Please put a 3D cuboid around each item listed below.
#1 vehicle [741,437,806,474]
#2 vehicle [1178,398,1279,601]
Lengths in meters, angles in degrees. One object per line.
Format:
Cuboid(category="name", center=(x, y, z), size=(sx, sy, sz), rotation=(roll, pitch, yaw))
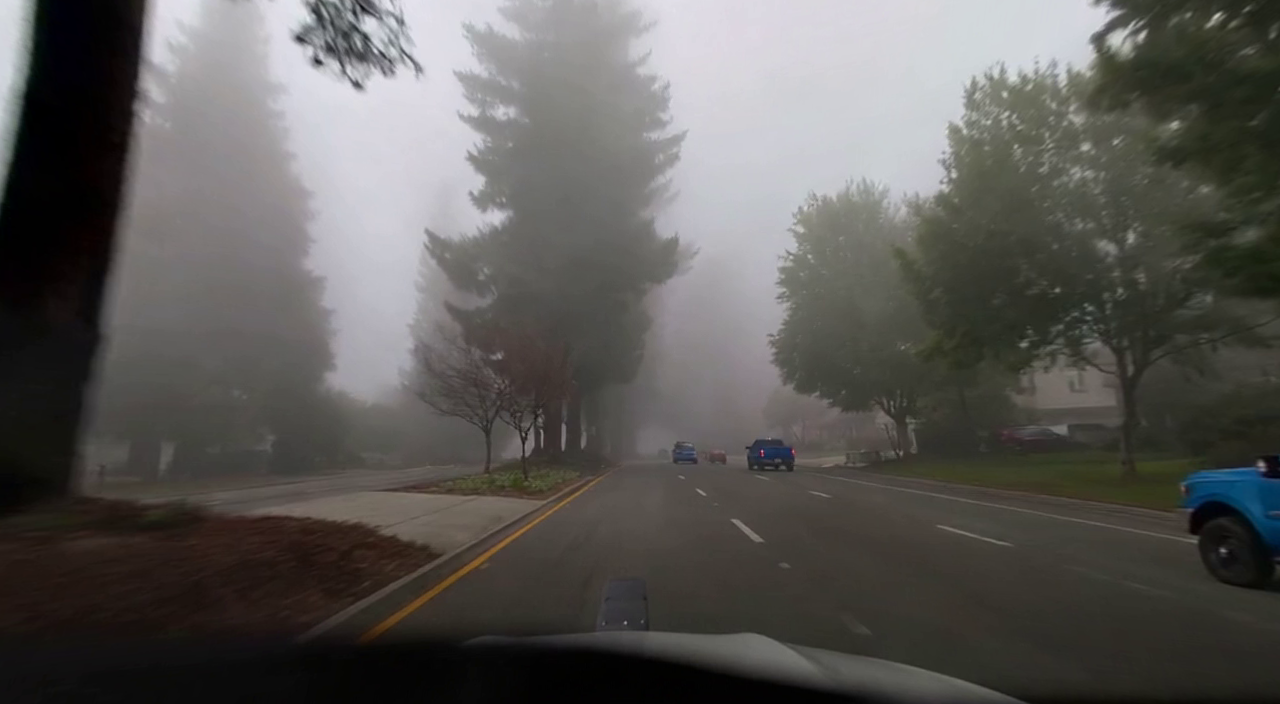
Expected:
Cuboid(category="vehicle", center=(6.905, 5.456, 33.374), size=(2.262, 1.769, 5.666), rotation=(0, -8, 0))
Cuboid(category="vehicle", center=(6.342, 1.037, 3.958), size=(1.991, 1.684, 4.425), rotation=(0, -8, 0))
